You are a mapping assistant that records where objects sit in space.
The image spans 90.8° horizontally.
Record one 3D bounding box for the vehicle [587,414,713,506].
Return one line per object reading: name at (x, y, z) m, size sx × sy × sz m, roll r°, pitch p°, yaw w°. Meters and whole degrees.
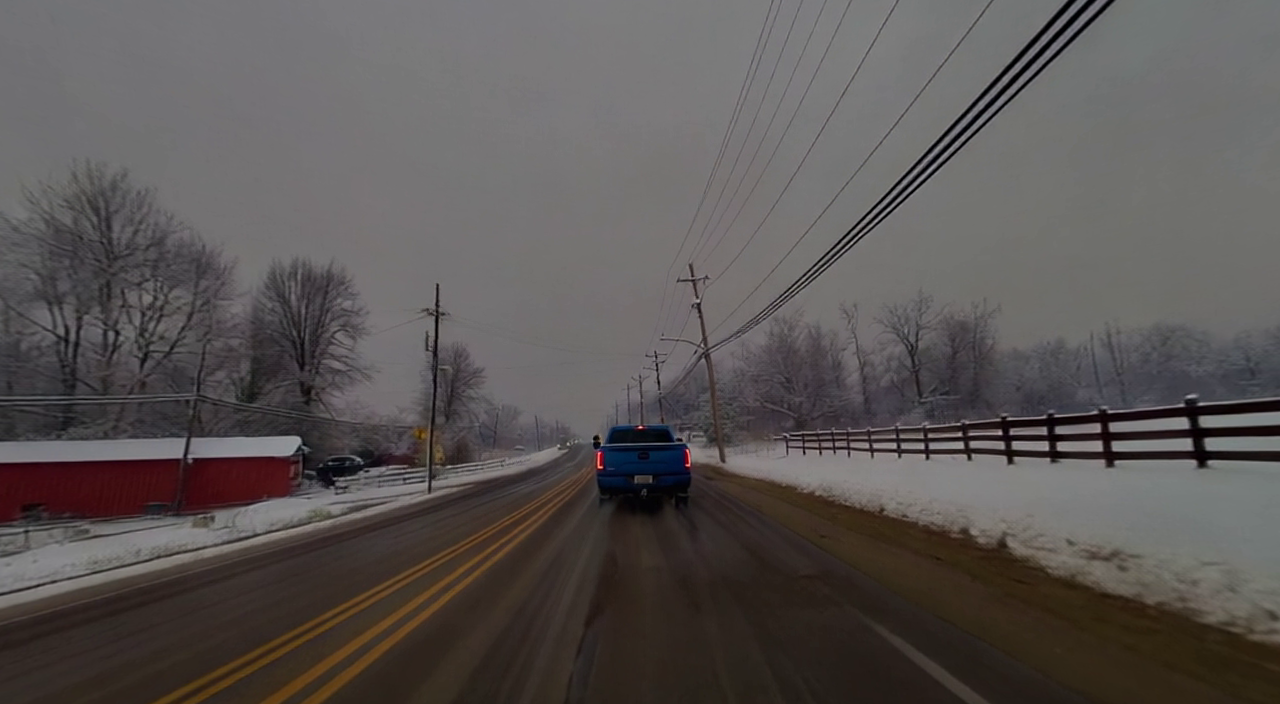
vehicle at (0.103, 2.789, 16.793) m, size 2.693 × 1.941 × 6.356 m, roll 0°, pitch -8°, yaw -2°
